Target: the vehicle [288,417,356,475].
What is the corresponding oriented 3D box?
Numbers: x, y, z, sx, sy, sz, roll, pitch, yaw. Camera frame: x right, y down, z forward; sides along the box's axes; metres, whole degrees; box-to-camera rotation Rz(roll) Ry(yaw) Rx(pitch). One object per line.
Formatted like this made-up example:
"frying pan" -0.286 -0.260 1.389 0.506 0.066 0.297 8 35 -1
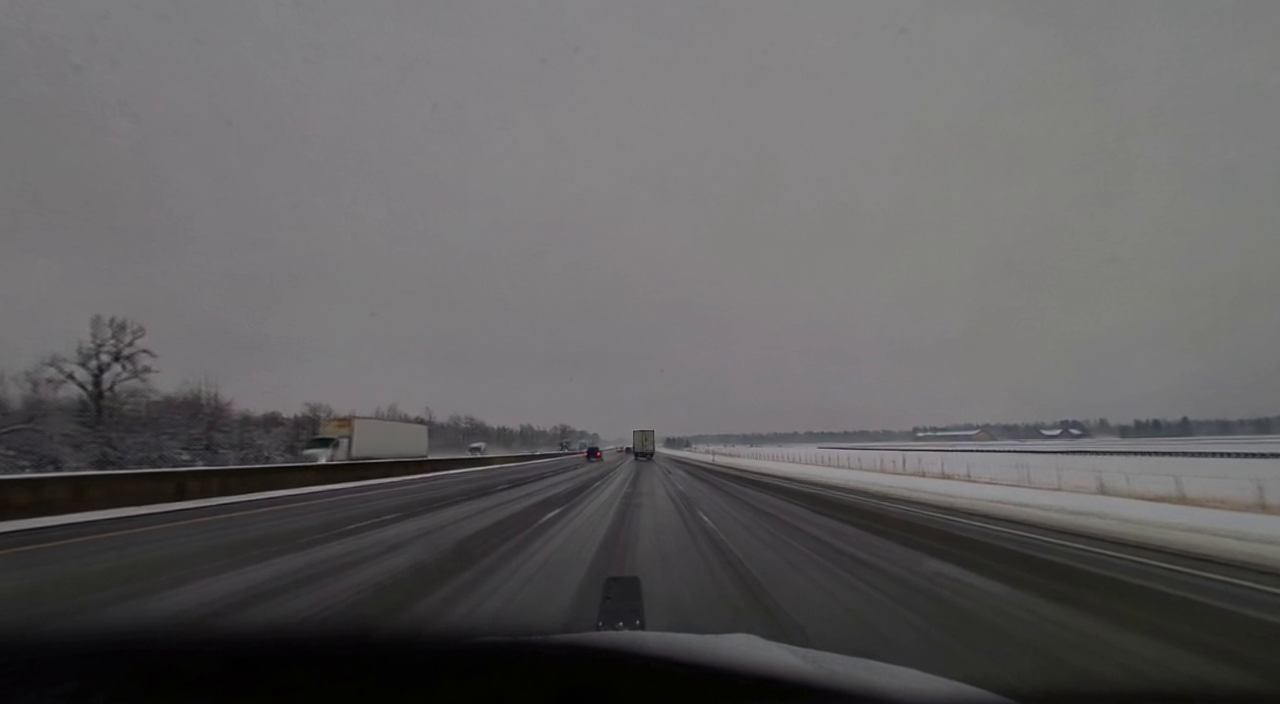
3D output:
"vehicle" -22.701 6.759 45.210 3.257 3.998 2.595 0 -9 0
